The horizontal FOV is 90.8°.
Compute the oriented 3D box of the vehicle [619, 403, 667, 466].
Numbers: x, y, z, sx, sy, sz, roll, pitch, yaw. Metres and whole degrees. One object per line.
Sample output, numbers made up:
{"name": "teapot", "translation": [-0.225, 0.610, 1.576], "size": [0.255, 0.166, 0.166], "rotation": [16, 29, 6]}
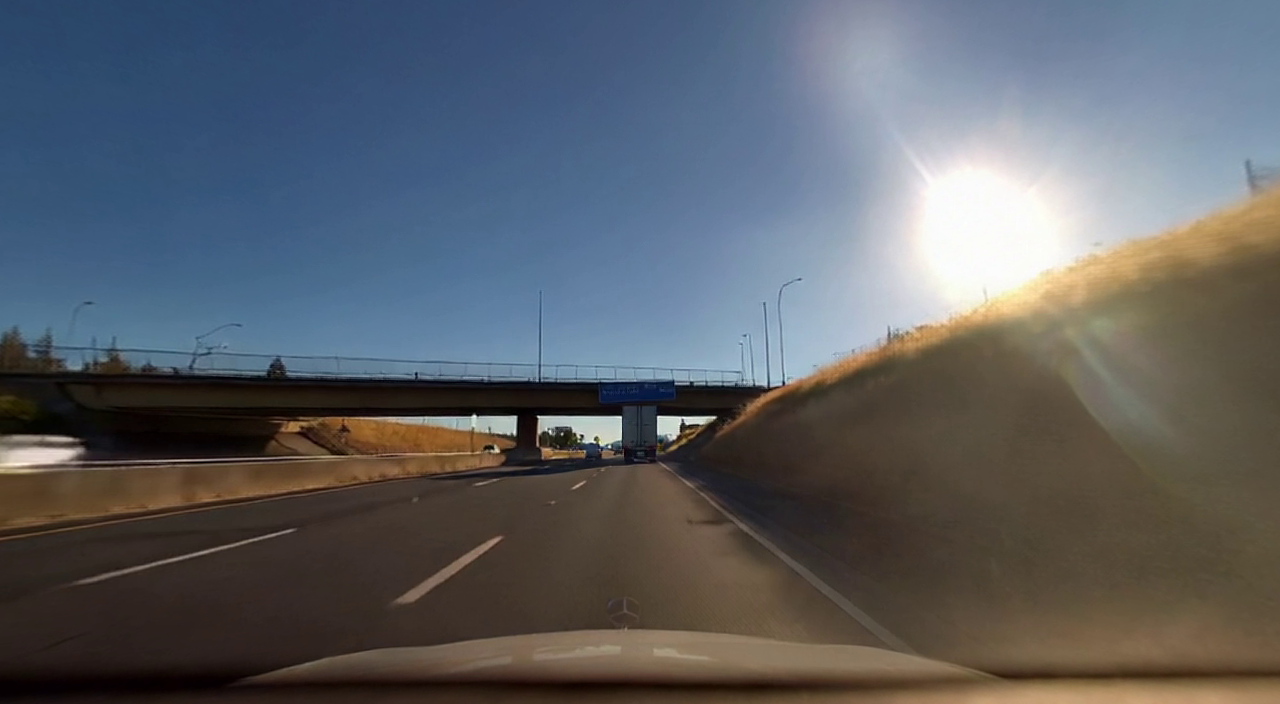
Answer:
{"name": "vehicle", "translation": [0.167, 6.201, 46.438], "size": [3.033, 3.985, 12.383], "rotation": [0, -9, 0]}
